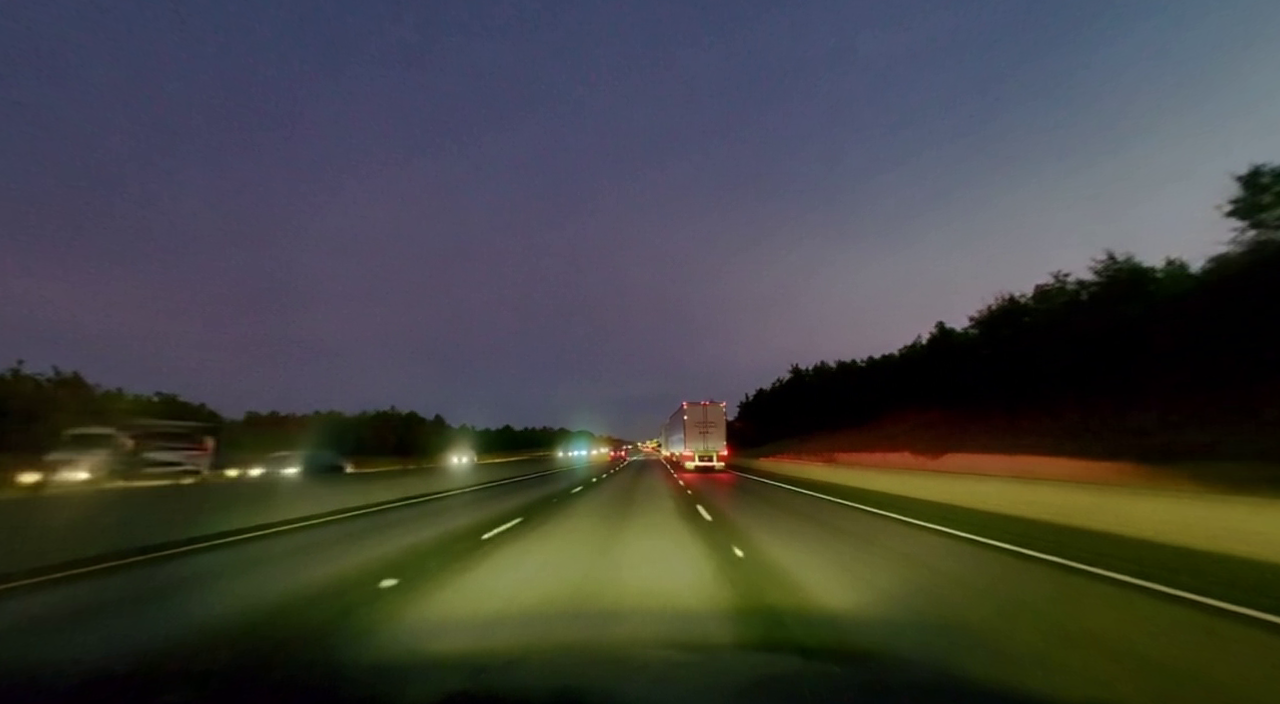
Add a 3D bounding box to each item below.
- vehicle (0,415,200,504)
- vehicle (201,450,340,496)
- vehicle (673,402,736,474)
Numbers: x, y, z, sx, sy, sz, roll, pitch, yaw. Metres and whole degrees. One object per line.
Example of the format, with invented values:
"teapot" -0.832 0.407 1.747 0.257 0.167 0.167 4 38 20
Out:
"vehicle" -20.264 4.001 23.756 2.609 2.874 6.399 0 -9 1
"vehicle" -13.220 4.352 23.016 2.001 1.480 4.758 0 -9 2
"vehicle" 3.954 5.979 42.583 2.901 4.032 14.338 0 -9 1
